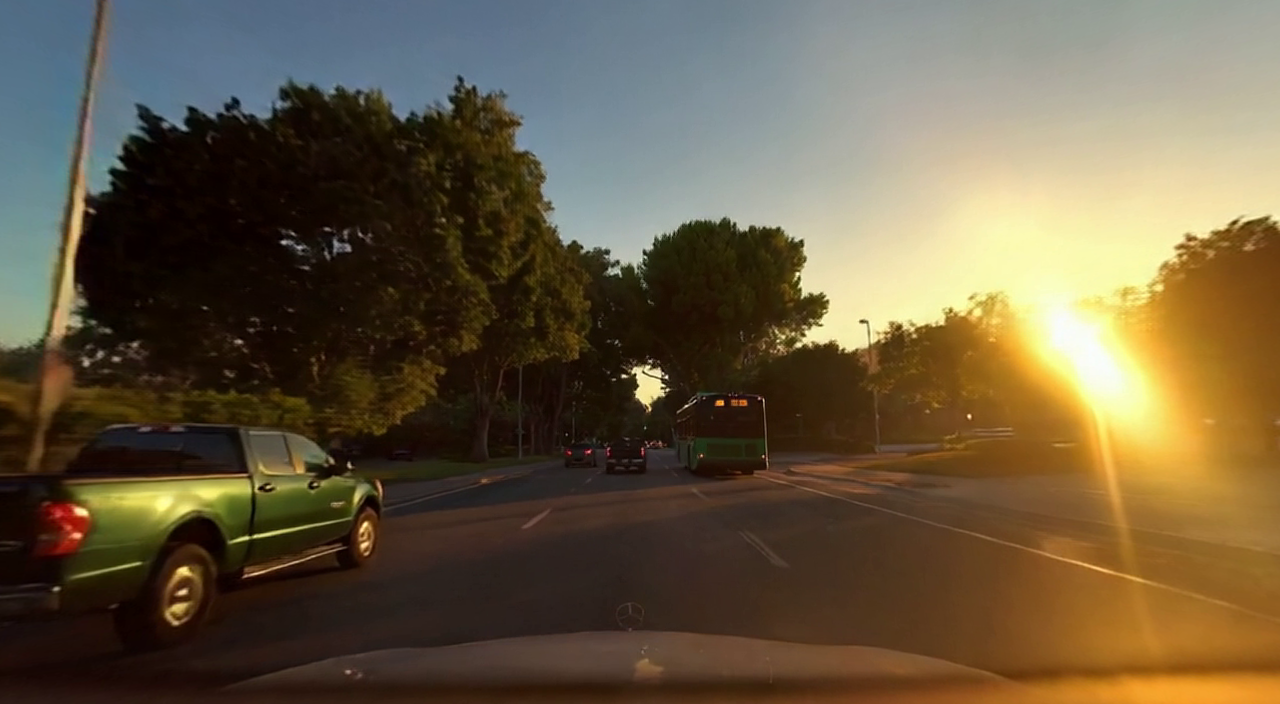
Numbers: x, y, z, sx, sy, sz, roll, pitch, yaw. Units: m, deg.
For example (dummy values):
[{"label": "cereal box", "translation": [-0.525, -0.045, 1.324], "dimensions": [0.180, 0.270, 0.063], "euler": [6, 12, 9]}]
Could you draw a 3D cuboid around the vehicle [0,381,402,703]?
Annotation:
[{"label": "vehicle", "translation": [-3.879, 1.229, 4.998], "dimensions": [2.109, 1.543, 4.535], "euler": [0, -8, 1]}]

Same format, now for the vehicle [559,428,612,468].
[{"label": "vehicle", "translation": [-2.971, 5.444, 35.947], "dimensions": [2.513, 2.066, 5.820], "euler": [0, -8, 0]}]

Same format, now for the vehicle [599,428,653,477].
[{"label": "vehicle", "translation": [-0.489, 4.239, 26.778], "dimensions": [2.074, 1.849, 5.137], "euler": [0, -8, 1]}]

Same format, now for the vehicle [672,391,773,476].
[{"label": "vehicle", "translation": [3.494, 4.056, 30.587], "dimensions": [3.059, 3.264, 12.623], "euler": [0, -8, 0]}]
